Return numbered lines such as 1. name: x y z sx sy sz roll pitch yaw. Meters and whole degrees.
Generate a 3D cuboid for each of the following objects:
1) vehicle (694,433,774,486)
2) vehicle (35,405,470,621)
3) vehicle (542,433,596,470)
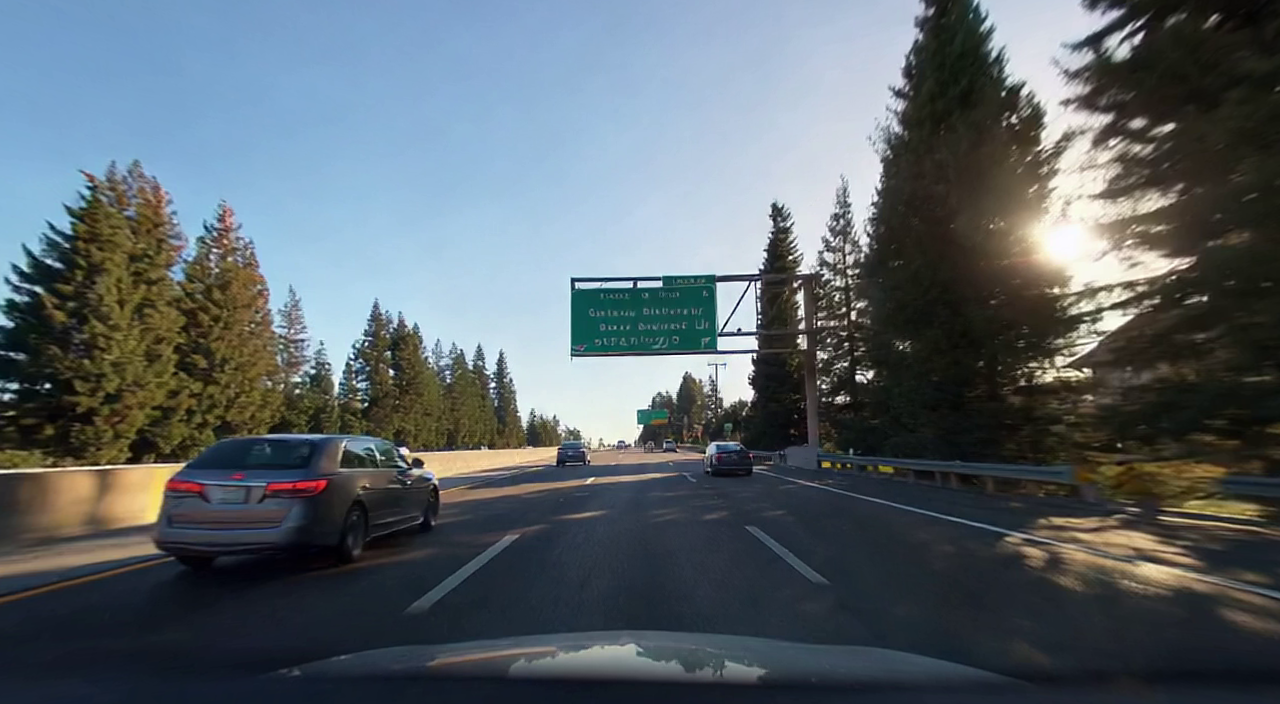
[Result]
1. vehicle: 3.022 3.546 21.085 1.996 1.579 3.841 0 -8 -2
2. vehicle: -3.525 1.525 6.939 2.049 1.620 4.153 0 -8 1
3. vehicle: -3.622 5.215 33.177 2.217 1.773 4.553 0 -8 1
